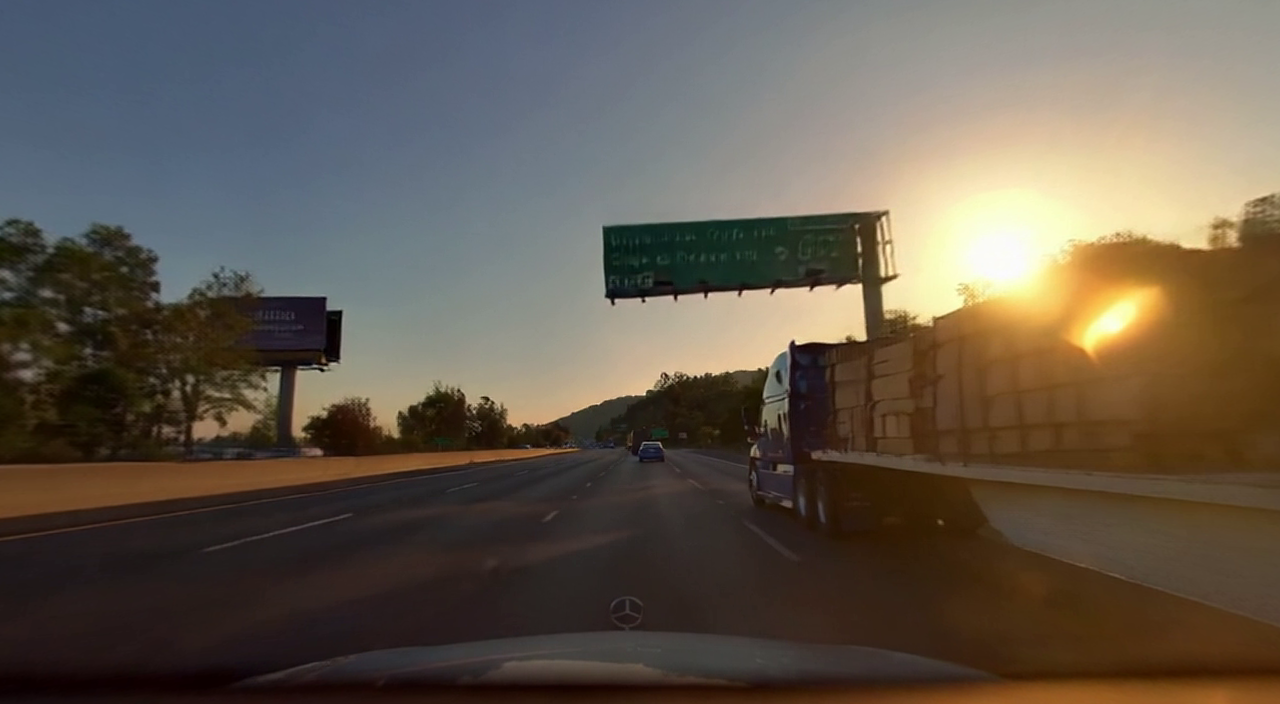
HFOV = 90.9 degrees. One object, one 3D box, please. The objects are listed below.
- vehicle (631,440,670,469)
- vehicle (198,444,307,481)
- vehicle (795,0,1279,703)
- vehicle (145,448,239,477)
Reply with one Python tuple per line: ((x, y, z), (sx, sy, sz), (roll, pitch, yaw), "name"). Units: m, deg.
((0.562, 5.725, 35.354), (2.042, 1.528, 4.300), (0, -8, 0), "vehicle")
((-17.149, 4.887, 28.262), (1.867, 1.475, 4.682), (0, -8, 1), "vehicle")
((4.112, 0.010, 1.781), (2.917, 3.179, 18.723), (0, -8, 1), "vehicle")
((-25.059, 6.175, 35.507), (1.890, 1.515, 4.485), (0, -8, 1), "vehicle")
